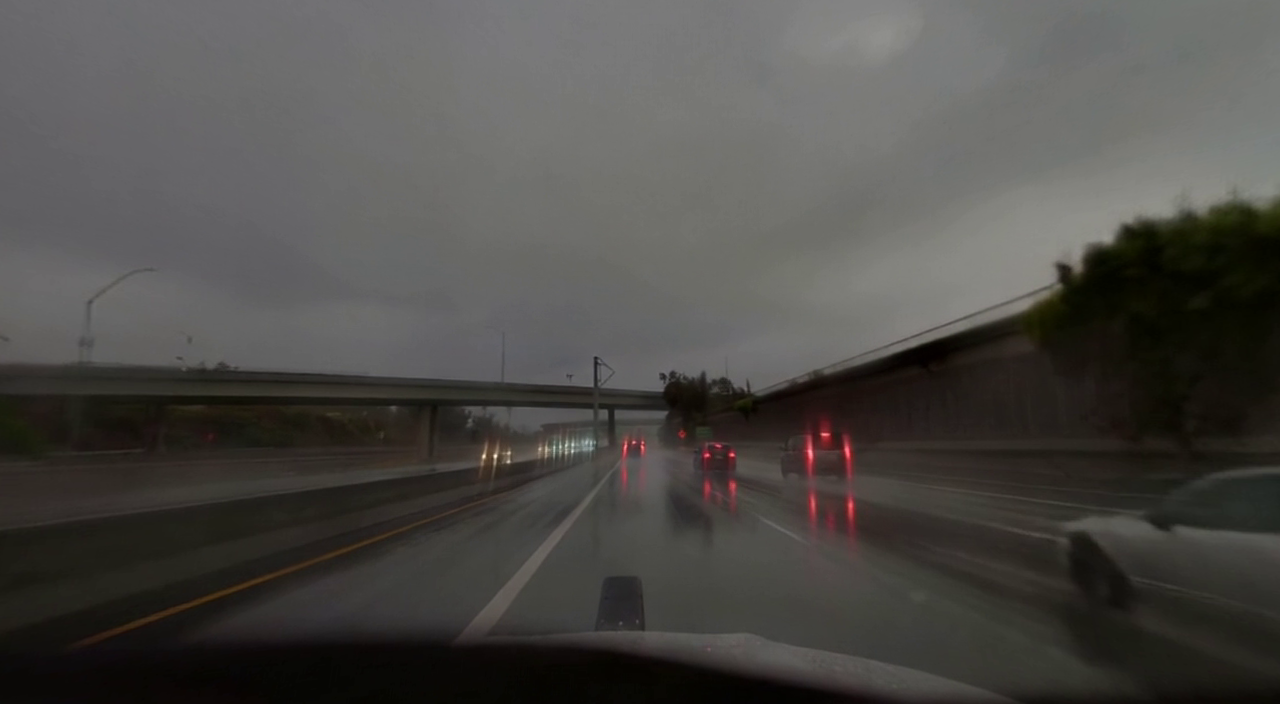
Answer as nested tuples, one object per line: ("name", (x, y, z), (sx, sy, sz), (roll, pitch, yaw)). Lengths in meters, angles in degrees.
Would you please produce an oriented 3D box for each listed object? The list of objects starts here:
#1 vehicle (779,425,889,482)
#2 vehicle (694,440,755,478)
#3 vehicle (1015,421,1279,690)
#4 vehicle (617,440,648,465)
("vehicle", (7.663, 4.117, 25.817), (2.448, 2.042, 5.959), (0, -8, -1))
("vehicle", (3.822, 4.940, 29.454), (2.005, 1.585, 4.863), (0, -8, -2))
("vehicle", (4.481, 1.129, 3.570), (1.971, 1.453, 4.414), (0, -8, 0))
("vehicle", (-0.596, 7.545, 47.522), (2.256, 1.743, 4.189), (0, -8, -1))
